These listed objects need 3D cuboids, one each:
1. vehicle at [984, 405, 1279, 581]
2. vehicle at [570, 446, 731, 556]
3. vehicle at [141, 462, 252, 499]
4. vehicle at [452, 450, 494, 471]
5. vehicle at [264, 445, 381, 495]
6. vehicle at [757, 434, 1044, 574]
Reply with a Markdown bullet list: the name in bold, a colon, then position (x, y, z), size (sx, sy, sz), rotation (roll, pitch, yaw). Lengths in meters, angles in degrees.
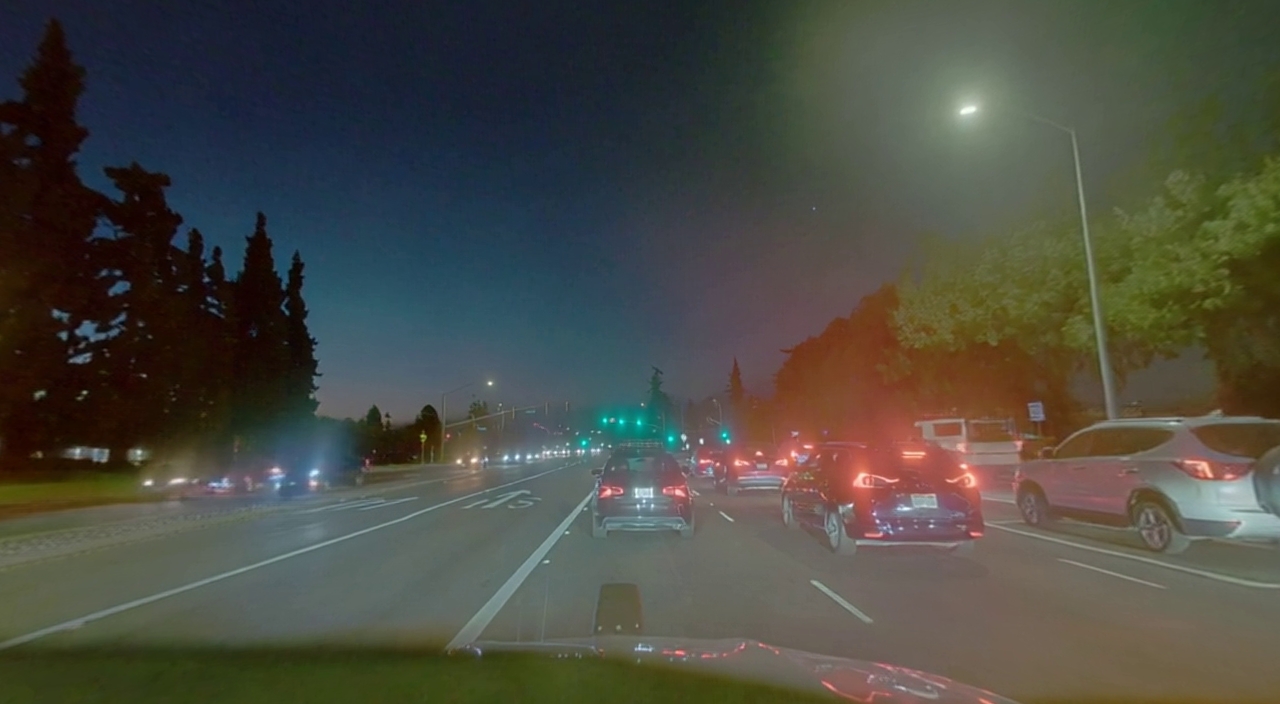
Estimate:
- **vehicle**: position (6.910, 1.727, 8.536), size (1.987, 1.730, 4.373), rotation (0, -8, -1)
- **vehicle**: position (0.096, 2.154, 9.913), size (1.990, 1.347, 4.067), rotation (0, -8, -1)
- **vehicle**: position (-18.434, 5.334, 26.524), size (1.798, 1.333, 3.944), rotation (0, -9, 0)
- **vehicle**: position (-12.473, 8.105, 47.422), size (1.943, 1.467, 4.442), rotation (0, -9, 0)
- **vehicle**: position (-11.644, 4.316, 23.589), size (1.980, 1.675, 4.581), rotation (0, -8, 0)
- **vehicle**: position (3.191, 1.970, 9.150), size (1.970, 1.445, 4.974), rotation (0, -8, -1)
